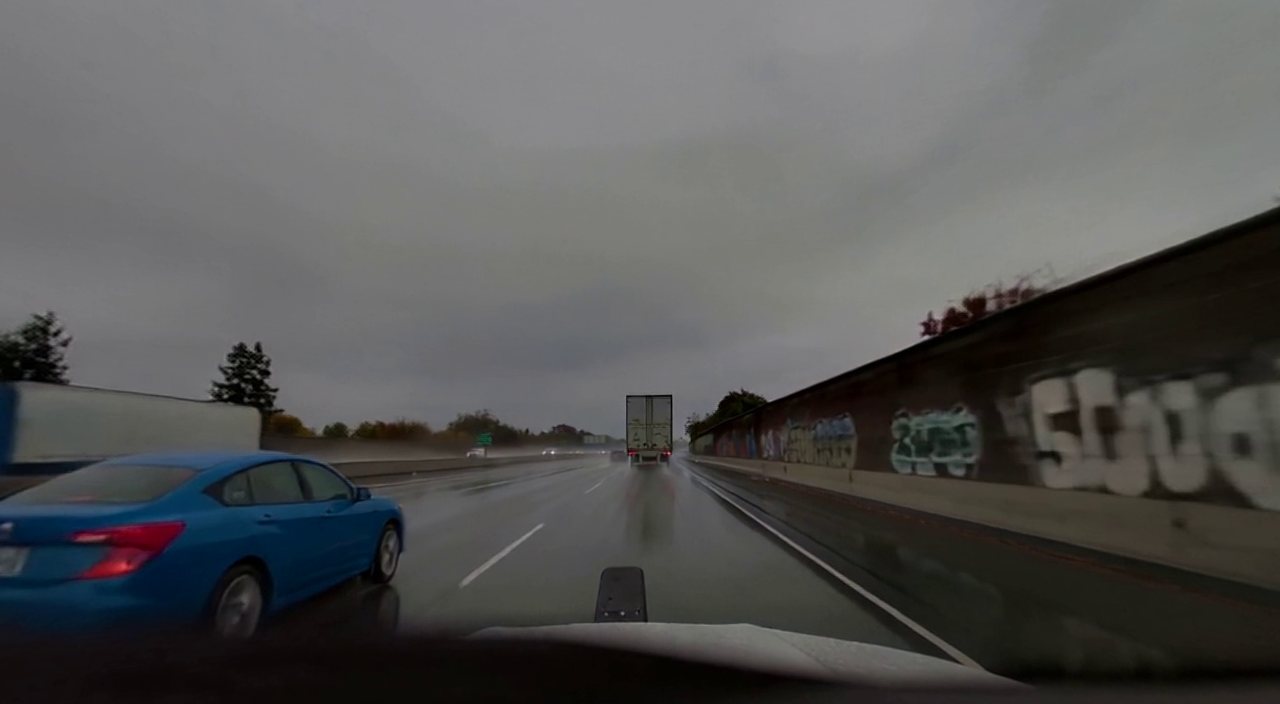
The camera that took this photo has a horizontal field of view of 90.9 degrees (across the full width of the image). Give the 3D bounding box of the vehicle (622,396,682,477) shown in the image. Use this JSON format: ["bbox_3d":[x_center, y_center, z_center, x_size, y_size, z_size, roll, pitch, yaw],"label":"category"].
[{"bbox_3d":[0.612,5.118,37.295,2.997,4.069,10.871,0,-9,0],"label":"vehicle"}]

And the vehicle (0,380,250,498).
[{"bbox_3d":[-24.057,3.949,27.865,2.997,4.110,16.358,0,-9,1],"label":"vehicle"}]
